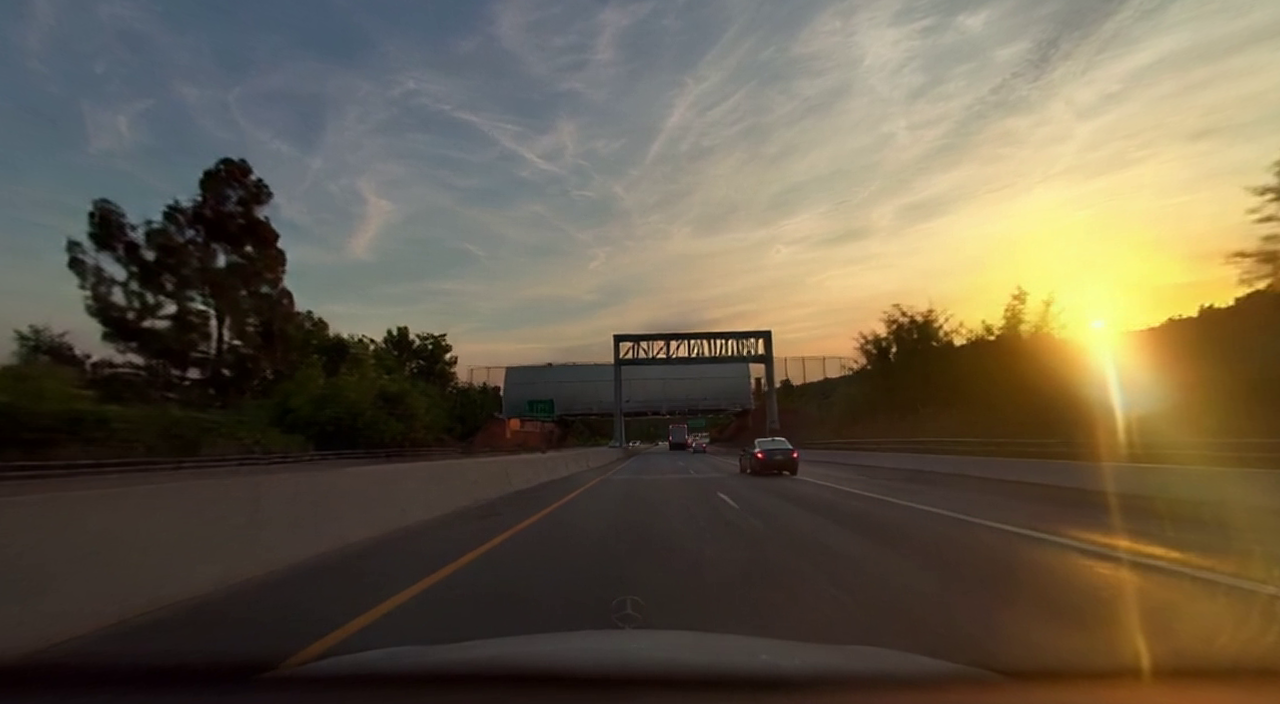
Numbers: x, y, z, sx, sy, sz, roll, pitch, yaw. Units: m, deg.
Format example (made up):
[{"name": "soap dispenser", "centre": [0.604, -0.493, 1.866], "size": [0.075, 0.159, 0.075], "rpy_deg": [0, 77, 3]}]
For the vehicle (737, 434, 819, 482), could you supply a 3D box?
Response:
[{"name": "vehicle", "centre": [4.749, 3.708, 22.305], "size": [1.954, 1.550, 4.140], "rpy_deg": [0, -8, 0]}]
